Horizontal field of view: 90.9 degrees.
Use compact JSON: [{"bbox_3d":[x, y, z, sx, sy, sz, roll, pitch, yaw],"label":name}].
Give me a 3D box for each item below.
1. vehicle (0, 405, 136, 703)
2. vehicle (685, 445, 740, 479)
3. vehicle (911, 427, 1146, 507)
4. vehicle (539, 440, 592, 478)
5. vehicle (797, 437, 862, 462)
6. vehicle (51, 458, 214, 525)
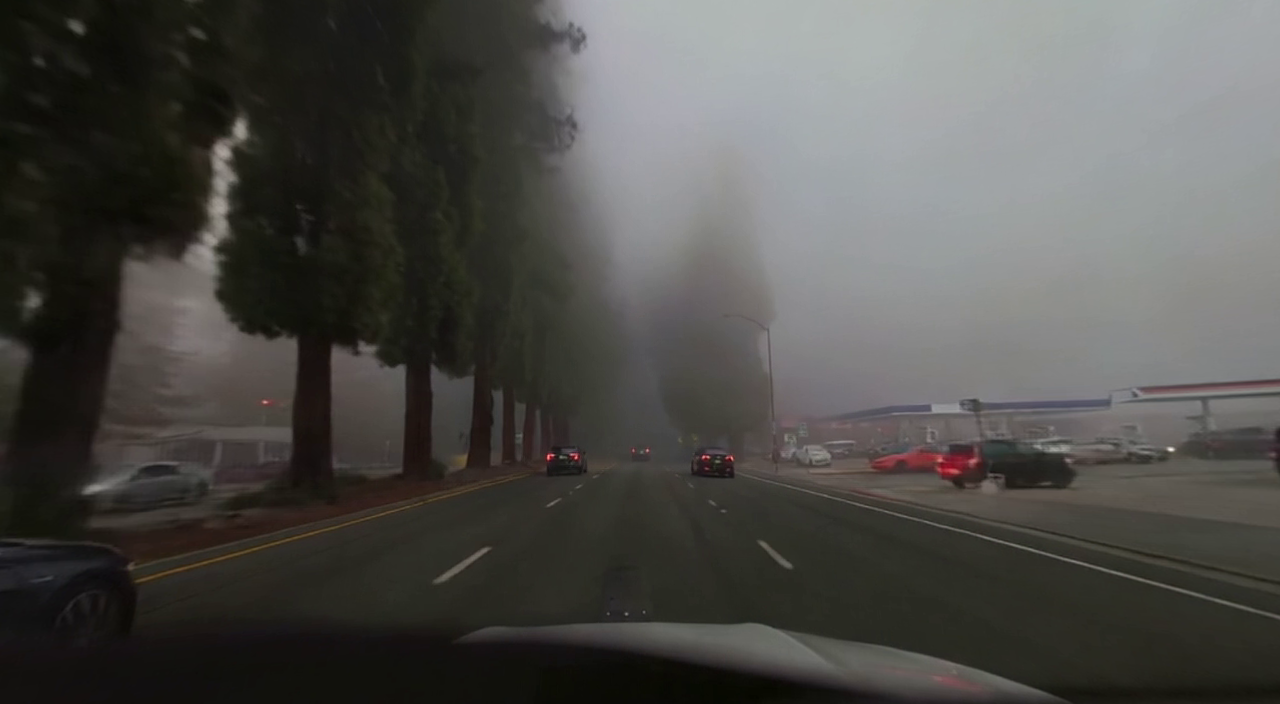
[{"bbox_3d":[-3.835,0.721,0.909,1.988,1.530,5.155,0,-9,0],"label":"vehicle"},{"bbox_3d":[3.379,5.239,30.268,2.010,1.486,4.498,0,-9,-1],"label":"vehicle"},{"bbox_3d":[9.396,2.779,15.481,4.526,1.768,2.056,1,-9,-8],"label":"vehicle"},{"bbox_3d":[-3.649,5.336,31.649,2.051,1.747,4.370,0,-9,1],"label":"vehicle"},{"bbox_3d":[14.195,7.310,47.492,2.097,1.779,4.720,4,-9,-24],"label":"vehicle"},{"bbox_3d":[-13.591,3.696,17.281,1.839,1.478,4.437,3,-9,-16],"label":"vehicle"}]
